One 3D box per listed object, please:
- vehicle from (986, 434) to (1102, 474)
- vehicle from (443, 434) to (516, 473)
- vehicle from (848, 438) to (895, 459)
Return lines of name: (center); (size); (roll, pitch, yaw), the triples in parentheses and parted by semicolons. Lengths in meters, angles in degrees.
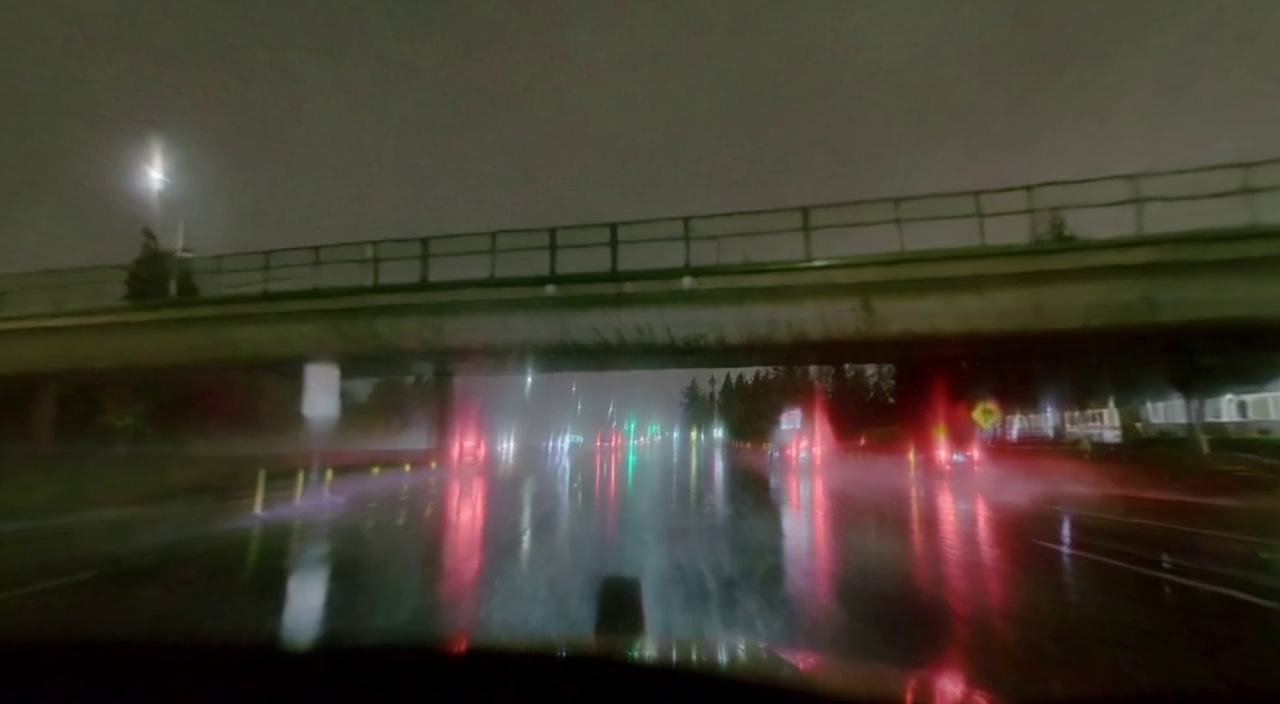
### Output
vehicle: (17.384, 4.400, 27.422); (1.884, 1.567, 4.692); (0, -8, -1)
vehicle: (-6.783, 4.340, 27.120); (1.985, 1.513, 4.172); (0, -8, 1)
vehicle: (18.227, 7.594, 49.787); (1.989, 1.529, 4.791); (0, -8, 1)
